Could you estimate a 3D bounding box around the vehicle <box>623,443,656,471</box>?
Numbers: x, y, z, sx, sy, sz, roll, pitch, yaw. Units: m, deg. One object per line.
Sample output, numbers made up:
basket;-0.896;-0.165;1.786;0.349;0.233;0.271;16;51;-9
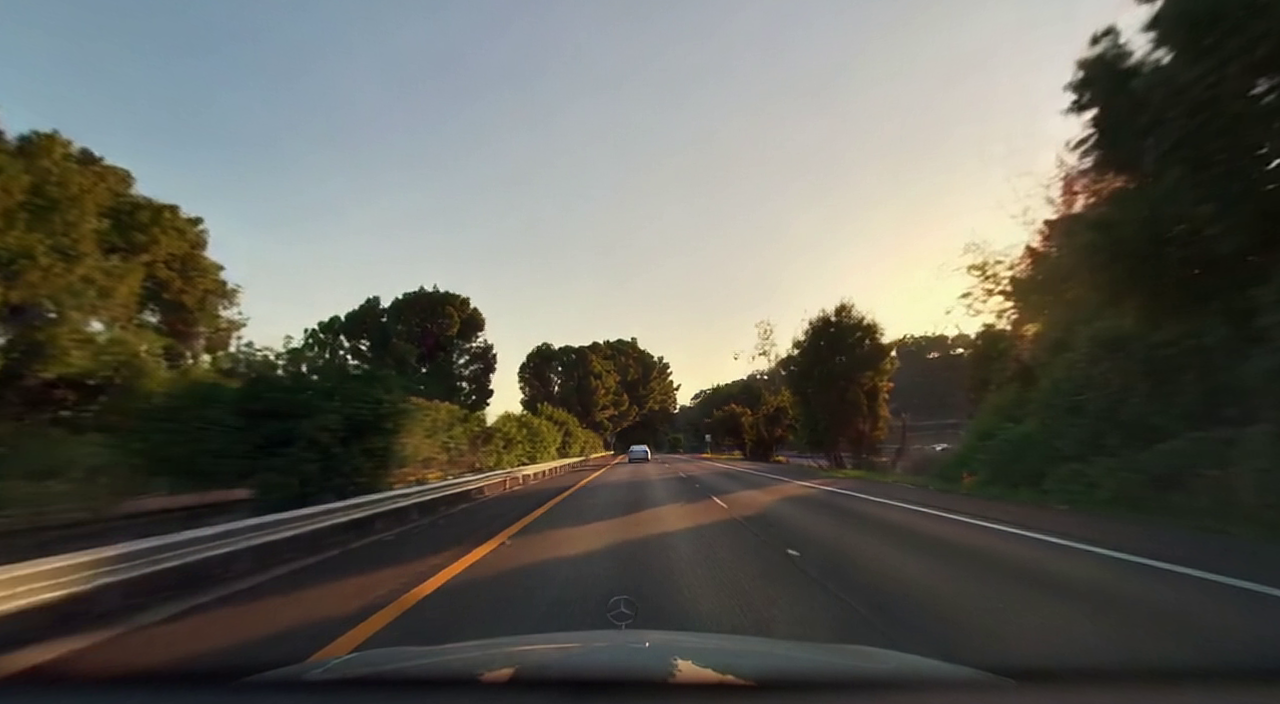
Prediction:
vehicle;-0.059;6.655;40.007;1.987;1.658;3.620;0;-9;-1
